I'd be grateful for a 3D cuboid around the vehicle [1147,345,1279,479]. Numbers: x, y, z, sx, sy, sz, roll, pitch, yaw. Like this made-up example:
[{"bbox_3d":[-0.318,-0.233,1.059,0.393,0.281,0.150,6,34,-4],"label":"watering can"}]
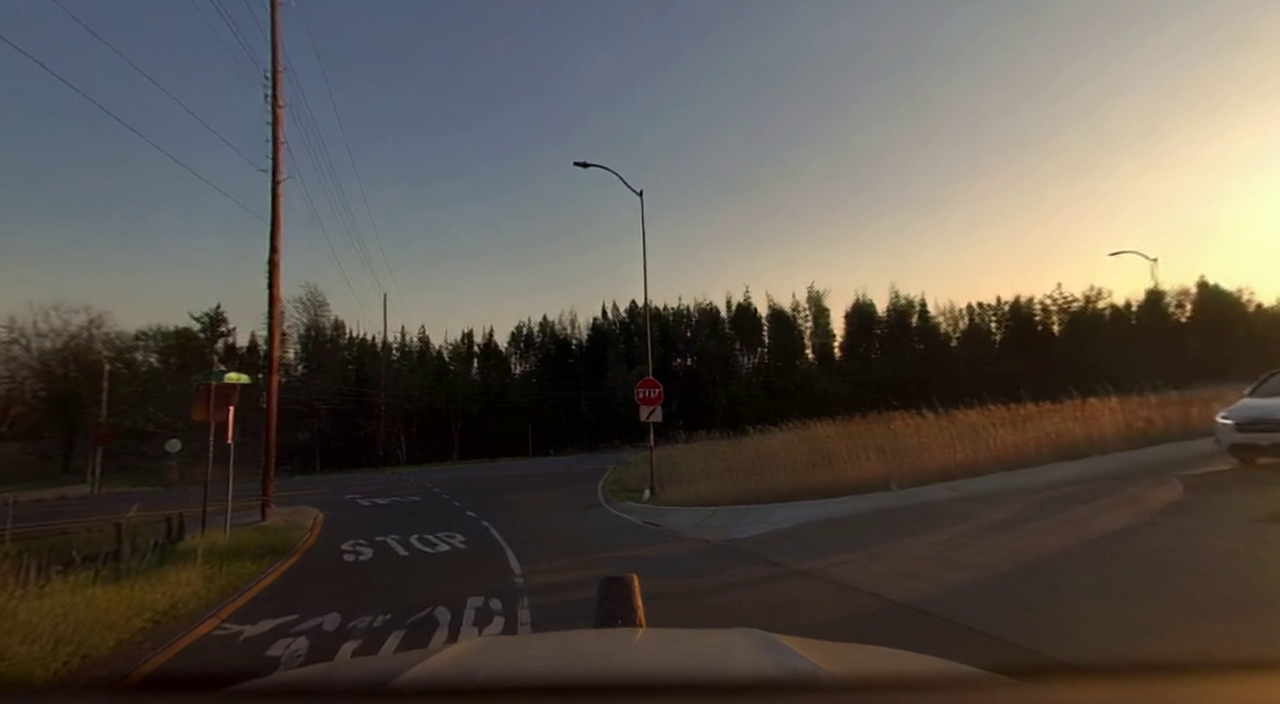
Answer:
[{"bbox_3d":[10.065,0.572,8.833,4.403,1.574,1.914,-9,-7,-11],"label":"vehicle"}]
